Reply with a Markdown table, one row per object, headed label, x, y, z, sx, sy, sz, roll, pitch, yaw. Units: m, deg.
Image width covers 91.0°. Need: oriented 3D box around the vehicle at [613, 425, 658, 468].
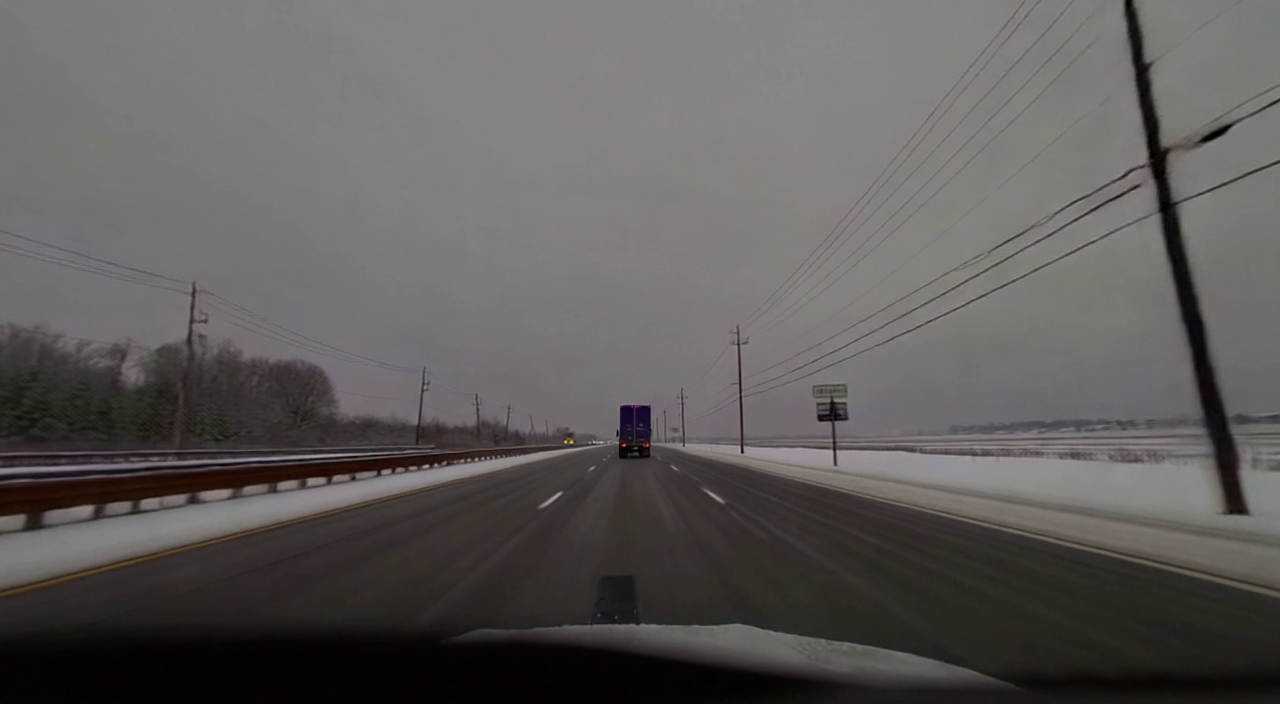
| label | x | y | z | sx | sy | sz | roll | pitch | yaw |
| --- | --- | --- | --- | --- | --- | --- | --- | --- | --- |
| vehicle | -0.299 | 5.053 | 33.942 | 2.240 | 2.129 | 4.480 | 0 | -8 | -2 |
